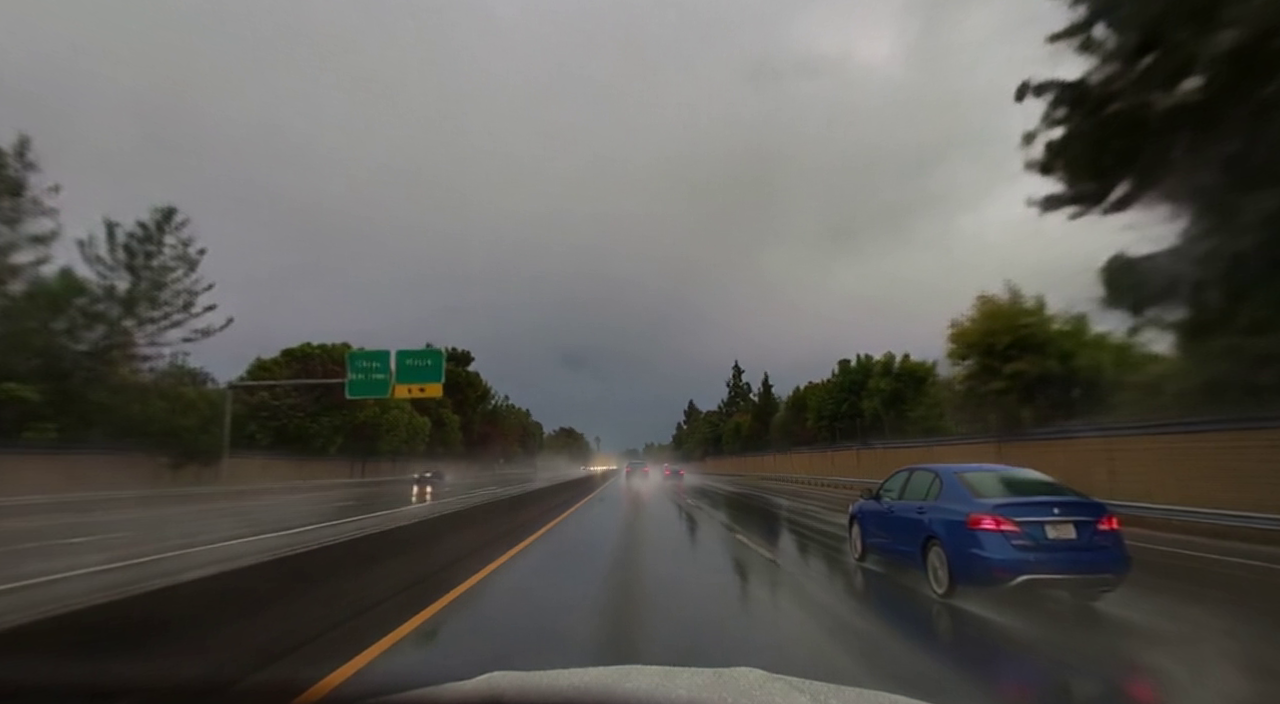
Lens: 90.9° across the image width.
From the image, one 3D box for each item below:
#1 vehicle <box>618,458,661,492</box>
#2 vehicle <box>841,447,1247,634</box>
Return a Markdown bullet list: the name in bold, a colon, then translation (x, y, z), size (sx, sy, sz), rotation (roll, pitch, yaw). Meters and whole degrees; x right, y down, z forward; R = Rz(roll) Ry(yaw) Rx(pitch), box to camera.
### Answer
- **vehicle**: translation (-0.043, 6.371, 32.630), size (2.037, 1.605, 3.833), rotation (1, -11, -1)
- **vehicle**: translation (3.981, 1.932, 7.264), size (1.938, 1.494, 4.032), rotation (1, -11, -1)
